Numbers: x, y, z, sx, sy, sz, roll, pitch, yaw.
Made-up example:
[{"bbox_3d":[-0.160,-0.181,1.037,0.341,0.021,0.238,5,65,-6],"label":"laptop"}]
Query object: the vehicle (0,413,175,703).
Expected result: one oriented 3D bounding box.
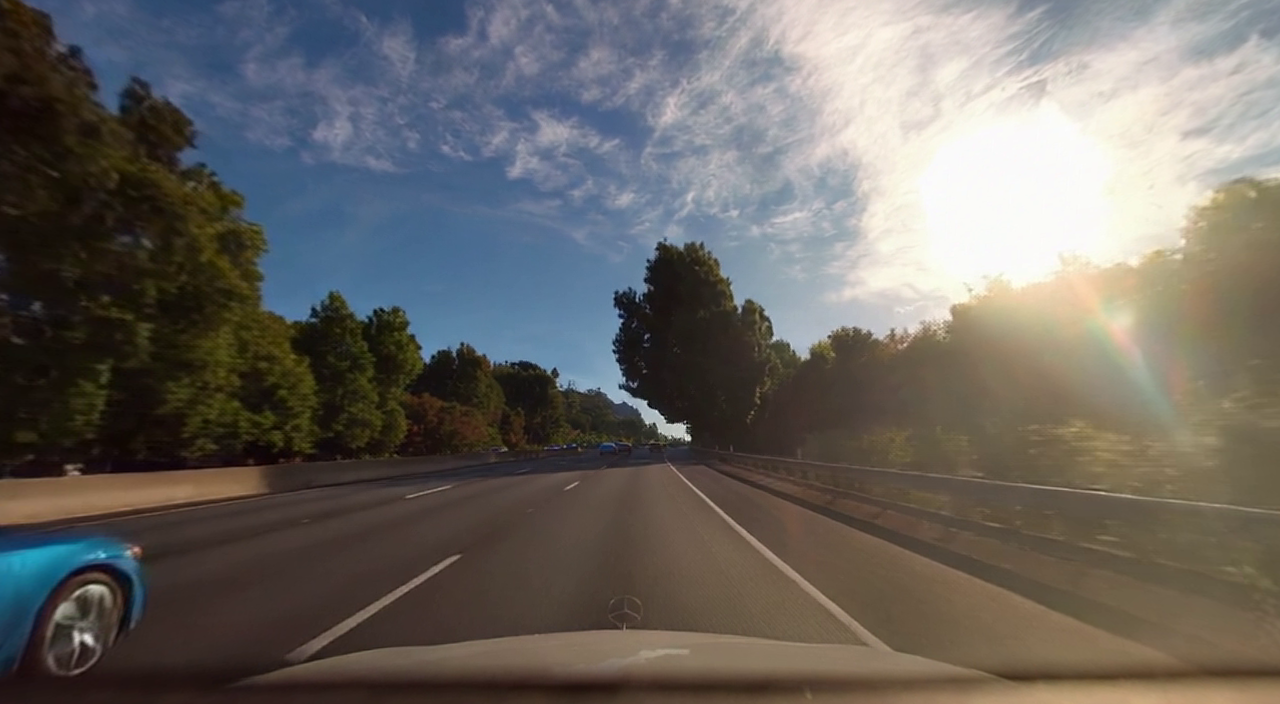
[{"bbox_3d":[-4.125,0.864,1.876,1.996,1.454,4.495,-1,-8,1],"label":"vehicle"}]
